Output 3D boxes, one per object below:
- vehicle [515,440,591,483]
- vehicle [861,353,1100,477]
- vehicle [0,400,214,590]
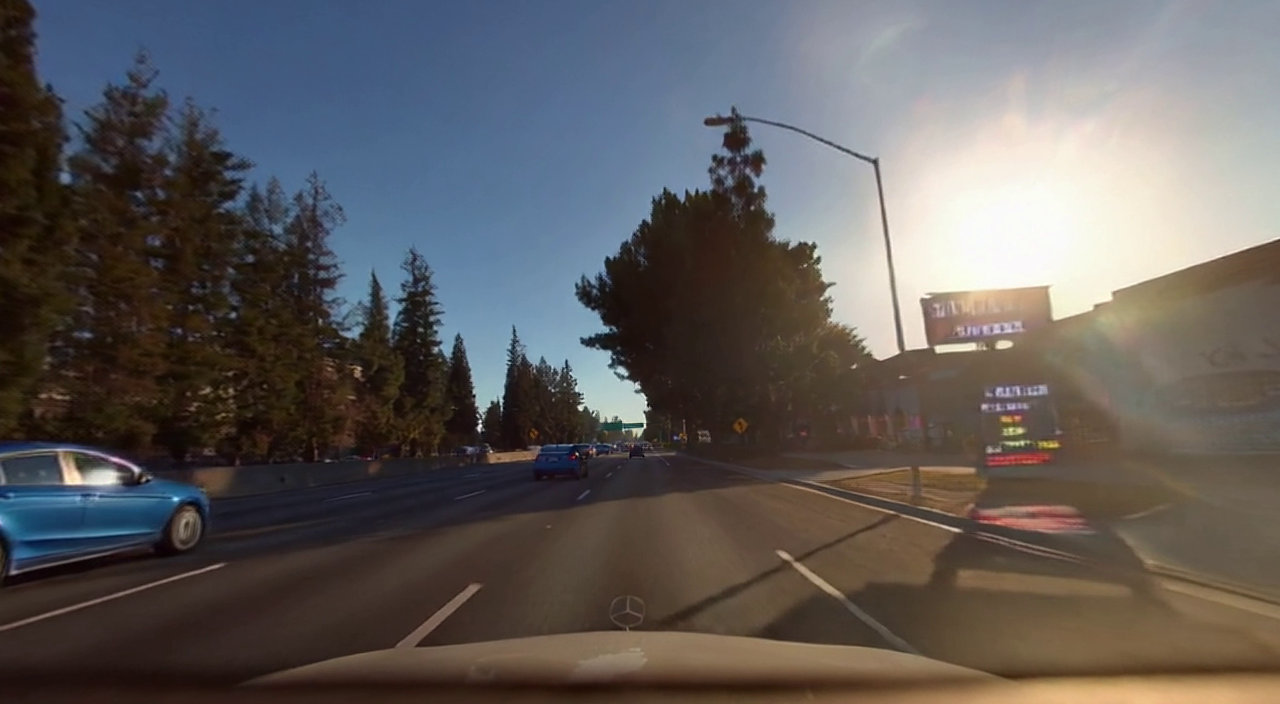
[{"bbox_3d":[-3.193,4.130,24.078,2.152,1.479,4.394,0,-9,1],"label":"vehicle"},{"bbox_3d":[12.059,2.679,24.301,2.995,3.704,10.928,0,-9,-1],"label":"vehicle"},{"bbox_3d":[-6.883,1.389,6.313,2.043,1.726,4.472,0,-9,0],"label":"vehicle"}]
